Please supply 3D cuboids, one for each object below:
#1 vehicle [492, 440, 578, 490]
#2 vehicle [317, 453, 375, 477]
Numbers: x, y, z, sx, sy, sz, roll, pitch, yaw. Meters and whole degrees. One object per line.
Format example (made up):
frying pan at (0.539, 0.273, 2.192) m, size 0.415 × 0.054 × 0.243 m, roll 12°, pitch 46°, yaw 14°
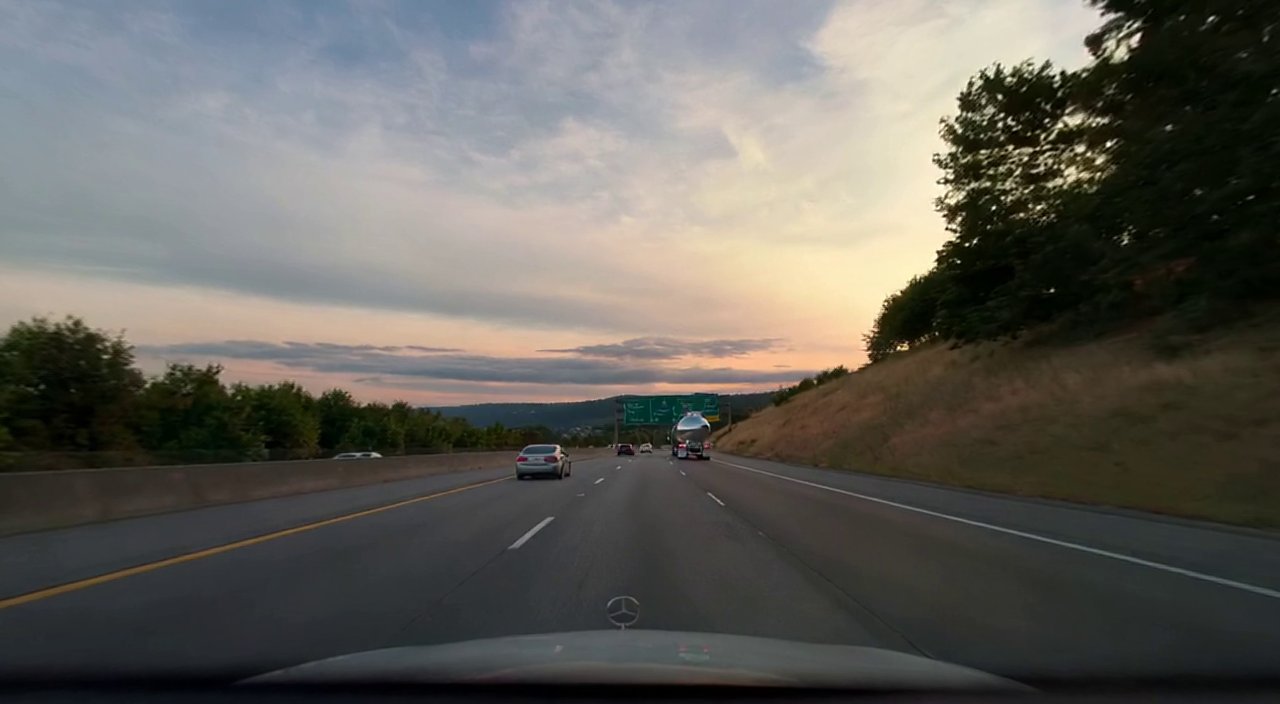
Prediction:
vehicle at (-3.330, 3.711, 20.985) m, size 1.986 × 1.458 × 4.506 m, roll 0°, pitch -9°, yaw 1°
vehicle at (-19.213, 7.375, 41.394) m, size 1.802 × 1.477 × 4.140 m, roll 0°, pitch -9°, yaw 0°
